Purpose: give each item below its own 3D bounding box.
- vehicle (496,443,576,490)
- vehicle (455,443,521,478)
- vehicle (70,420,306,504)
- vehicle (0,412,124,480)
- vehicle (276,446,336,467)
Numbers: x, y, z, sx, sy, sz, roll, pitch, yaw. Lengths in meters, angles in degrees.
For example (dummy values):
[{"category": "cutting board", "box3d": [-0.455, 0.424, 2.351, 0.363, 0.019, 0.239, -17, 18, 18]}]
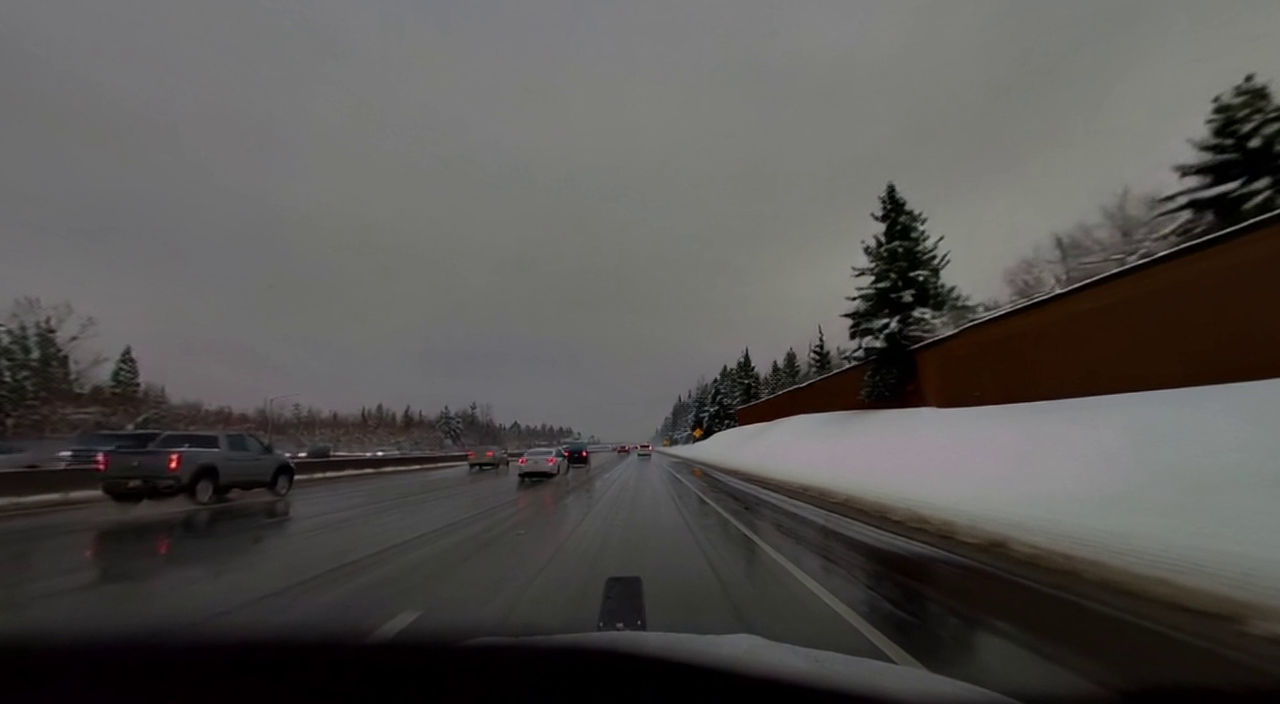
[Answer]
[{"category": "vehicle", "box3d": [-3.589, 4.039, 22.603, 1.945, 1.484, 4.803, 0, -8, 1]}, {"category": "vehicle", "box3d": [-7.018, 5.038, 29.412, 1.942, 1.502, 4.216, 0, -8, 1]}, {"category": "vehicle", "box3d": [-11.277, 2.790, 16.364, 2.207, 1.834, 5.255, 0, -8, 0]}, {"category": "vehicle", "box3d": [-25.171, 3.921, 26.121, 2.246, 2.525, 5.956, 0, -8, 0]}, {"category": "vehicle", "box3d": [-24.938, 7.802, 47.099, 1.924, 1.523, 4.484, 0, -8, 1]}]
